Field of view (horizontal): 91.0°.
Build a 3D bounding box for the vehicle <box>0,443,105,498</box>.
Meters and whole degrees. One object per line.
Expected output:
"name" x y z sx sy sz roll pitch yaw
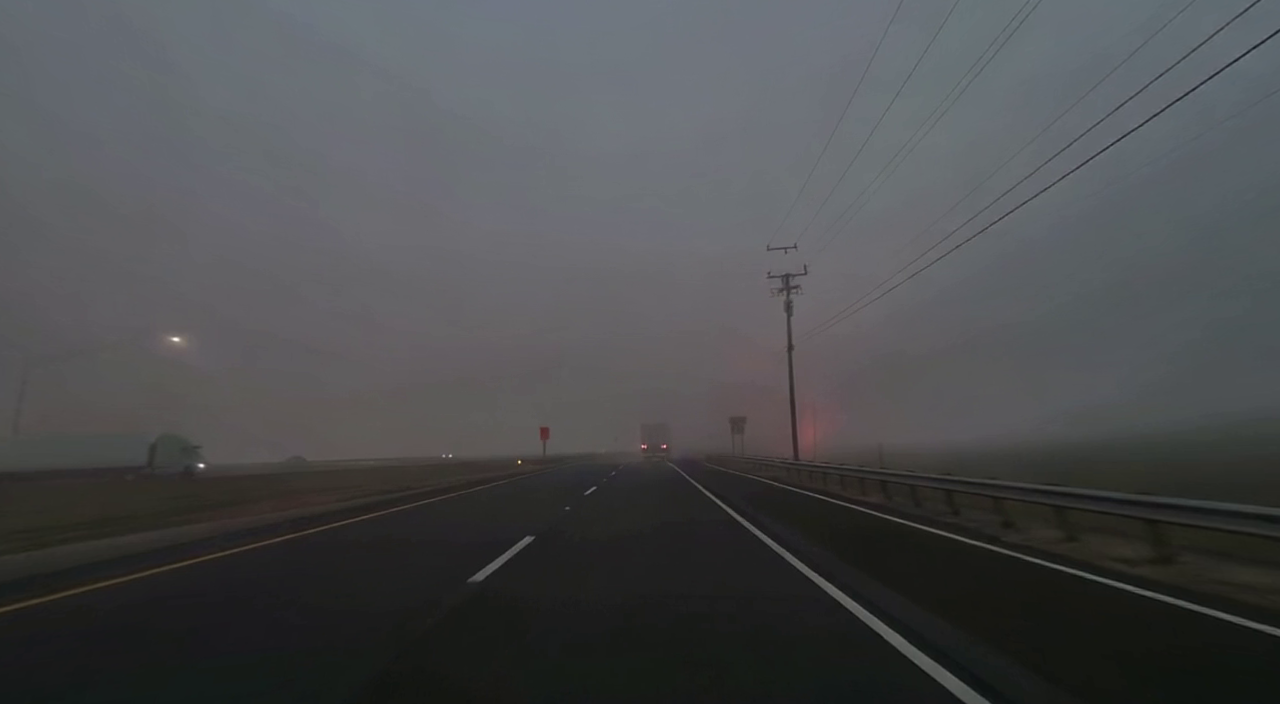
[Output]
"vehicle" -48.007 8.509 44.993 3.082 3.896 14.770 -4 -10 22
